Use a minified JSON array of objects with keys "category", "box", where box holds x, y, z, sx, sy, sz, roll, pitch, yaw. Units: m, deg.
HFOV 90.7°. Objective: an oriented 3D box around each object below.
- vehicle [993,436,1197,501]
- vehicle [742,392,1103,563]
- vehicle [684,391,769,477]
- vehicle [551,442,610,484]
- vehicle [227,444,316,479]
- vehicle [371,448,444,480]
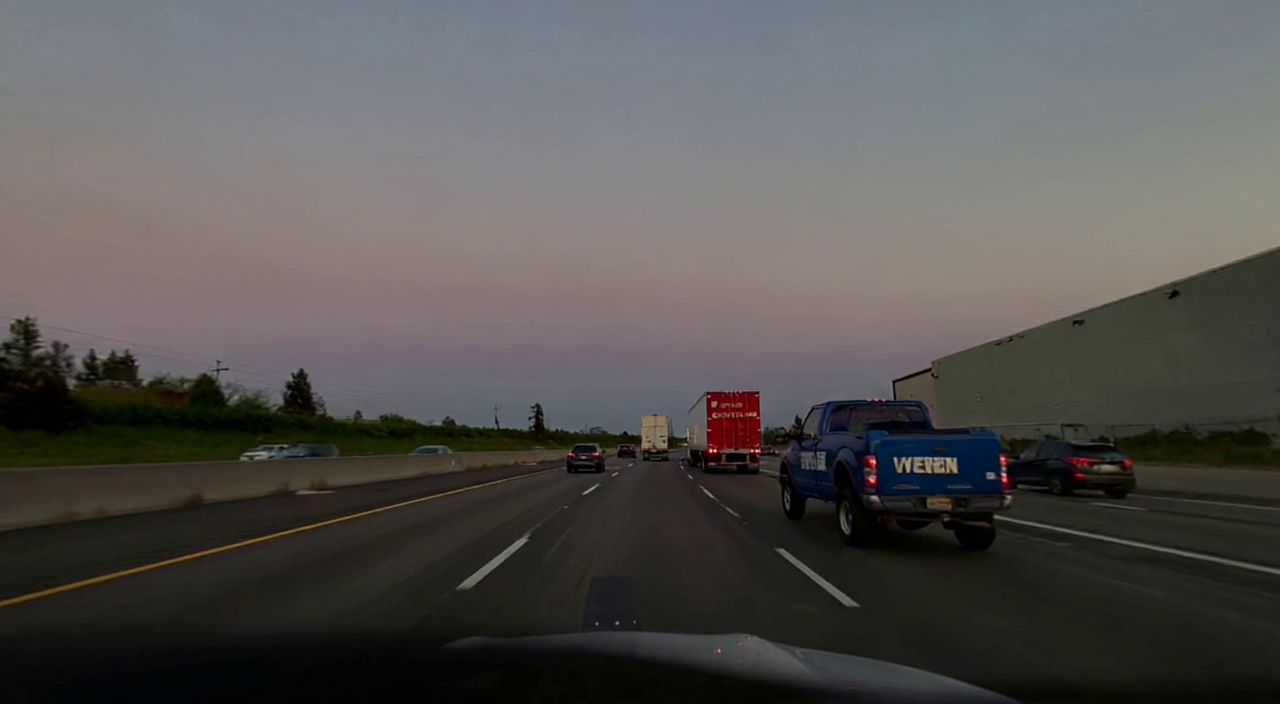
[{"category":"vehicle","box":[12.222,3.139,17.521,2.060,1.499,4.683,0,-8,-2]},{"category":"vehicle","box":[3.831,1.991,11.043,2.809,1.919,7.507,0,-9,0]},{"category":"vehicle","box":[4.494,4.785,36.210,2.951,3.974,13.340,0,-9,0]},{"category":"vehicle","box":[-2.238,4.312,24.858,2.024,1.472,4.014,0,-8,-2]},{"category":"vehicle","box":[-21.159,6.273,36.622,2.059,1.865,4.786,0,-9,3]},{"category":"vehicle","box":[-11.683,5.635,32.067,1.988,1.446,4.265,-1,-9,1]}]
